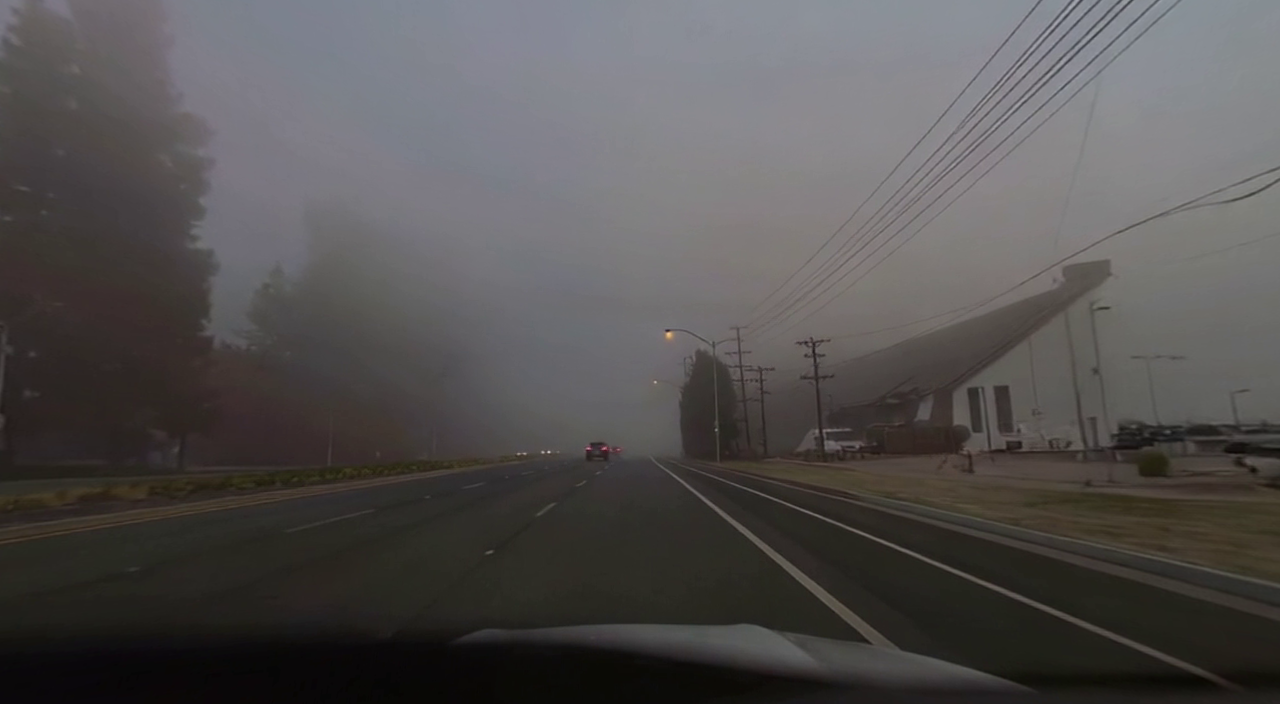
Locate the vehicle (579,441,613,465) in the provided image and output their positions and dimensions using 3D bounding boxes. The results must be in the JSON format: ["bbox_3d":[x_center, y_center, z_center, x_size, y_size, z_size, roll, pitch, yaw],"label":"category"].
[{"bbox_3d":[-3.120,7.267,45.515,2.121,1.654,3.993,0,-8,0],"label":"vehicle"}]
